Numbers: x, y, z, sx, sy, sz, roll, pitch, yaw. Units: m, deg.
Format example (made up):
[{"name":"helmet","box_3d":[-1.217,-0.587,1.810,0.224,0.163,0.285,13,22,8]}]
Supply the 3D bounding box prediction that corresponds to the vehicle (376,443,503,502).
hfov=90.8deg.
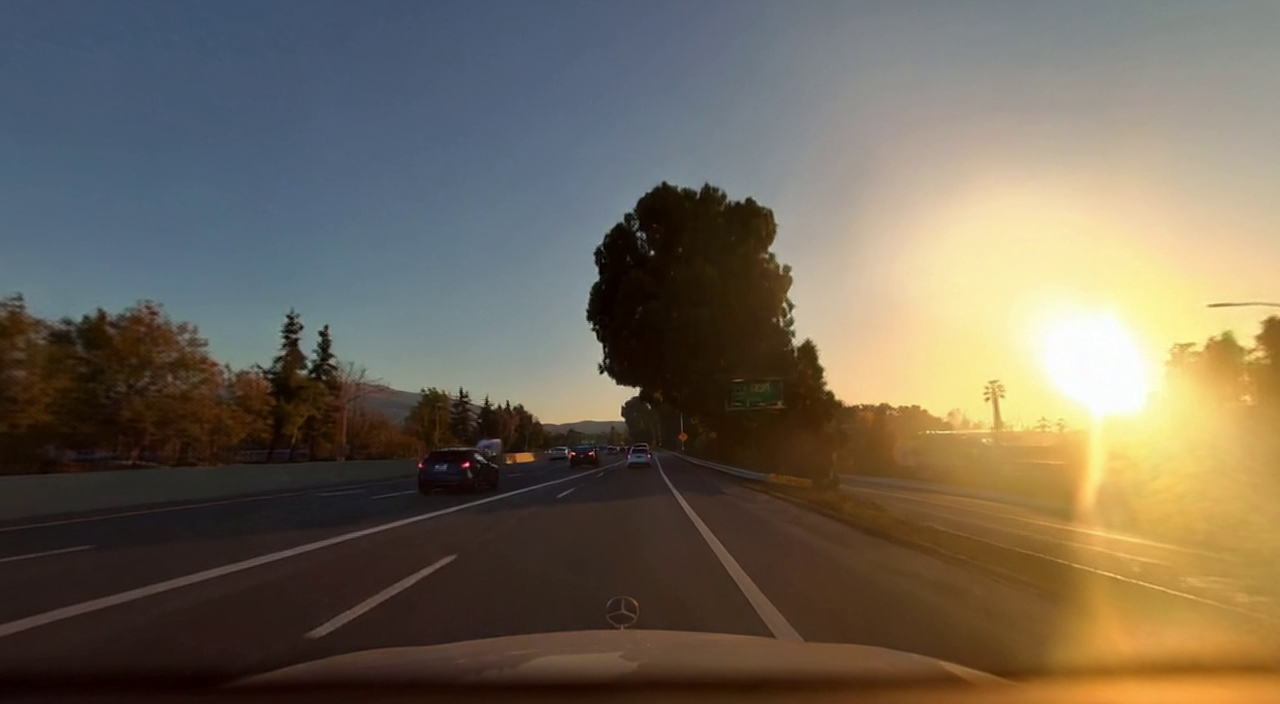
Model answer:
[{"name":"vehicle","box_3d":[-5.966,3.638,19.549,2.102,1.562,4.884,-1,-9,3]}]

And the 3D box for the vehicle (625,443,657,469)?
[{"name":"vehicle","box_3d":[0.143,7.421,45.270,2.179,1.742,4.396,-1,-9,2]}]

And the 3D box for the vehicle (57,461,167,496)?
[{"name":"vehicle","box_3d":[-26.426,6.324,31.849,1.771,1.489,4.222,-1,-9,2]}]
